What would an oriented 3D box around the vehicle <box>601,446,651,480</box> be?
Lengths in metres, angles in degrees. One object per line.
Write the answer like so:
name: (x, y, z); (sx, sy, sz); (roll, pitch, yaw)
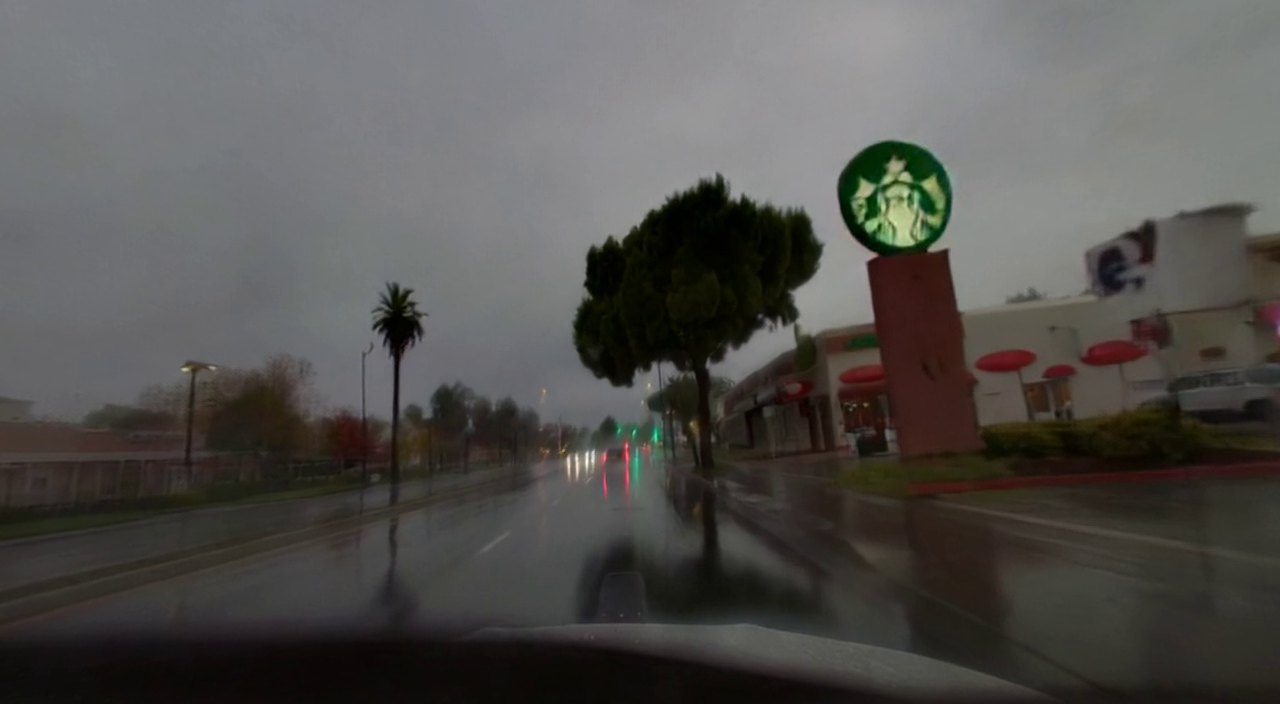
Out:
vehicle: (-0.605, 5.157, 29.703); (2.156, 1.462, 4.495); (0, -8, 0)
